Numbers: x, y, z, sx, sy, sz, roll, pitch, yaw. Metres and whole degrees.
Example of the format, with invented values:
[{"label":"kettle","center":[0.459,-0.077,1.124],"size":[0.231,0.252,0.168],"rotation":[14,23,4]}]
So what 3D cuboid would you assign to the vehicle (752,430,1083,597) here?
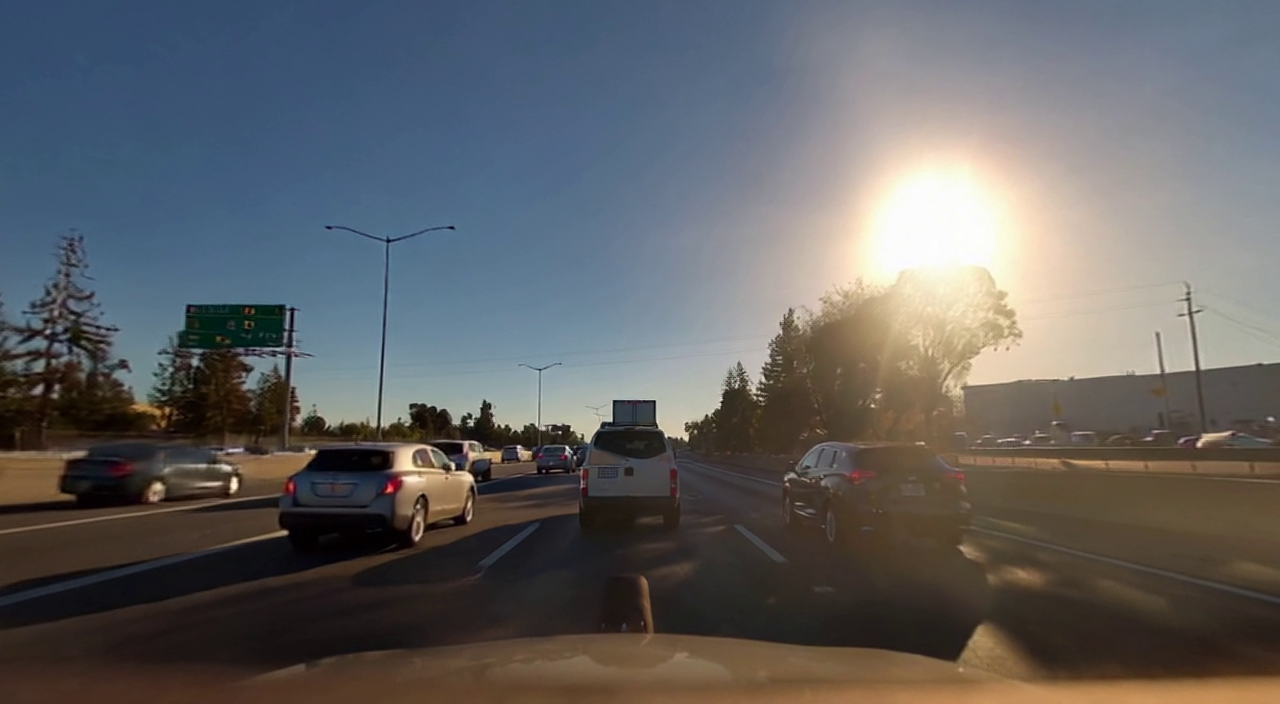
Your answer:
[{"label":"vehicle","center":[2.888,1.784,7.934],"size":[2.018,1.470,4.491],"rotation":[0,-9,-2]}]

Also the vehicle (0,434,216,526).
[{"label":"vehicle","center":[-11.170,2.448,12.679],"size":[1.930,1.485,4.765],"rotation":[0,-9,1]}]

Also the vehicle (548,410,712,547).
[{"label":"vehicle","center":[-0.144,1.960,10.326],"size":[2.152,1.779,3.924],"rotation":[0,-9,0]}]

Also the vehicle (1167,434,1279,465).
[{"label":"vehicle","center":[31.818,5.300,34.351],"size":[1.805,1.536,4.325],"rotation":[3,-9,-18]}]

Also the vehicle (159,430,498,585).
[{"label":"vehicle","center":[-3.490,1.827,8.315],"size":[2.132,1.464,4.481],"rotation":[0,-9,1]}]
